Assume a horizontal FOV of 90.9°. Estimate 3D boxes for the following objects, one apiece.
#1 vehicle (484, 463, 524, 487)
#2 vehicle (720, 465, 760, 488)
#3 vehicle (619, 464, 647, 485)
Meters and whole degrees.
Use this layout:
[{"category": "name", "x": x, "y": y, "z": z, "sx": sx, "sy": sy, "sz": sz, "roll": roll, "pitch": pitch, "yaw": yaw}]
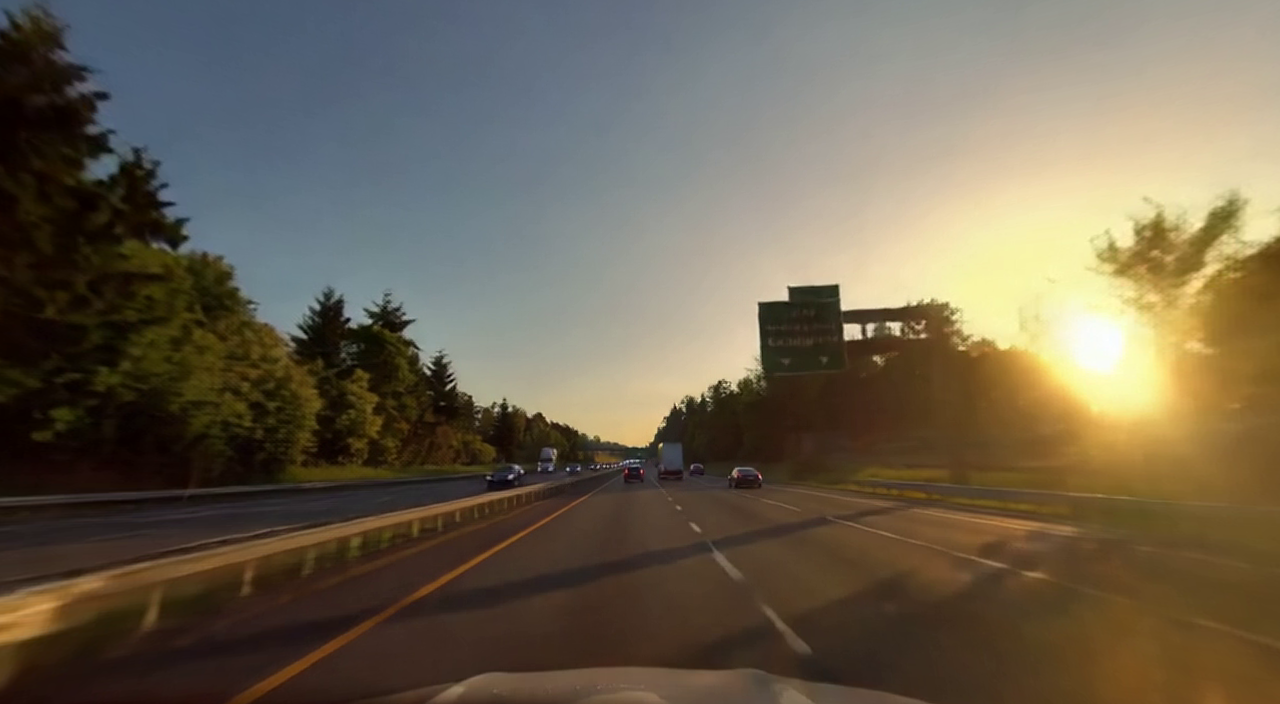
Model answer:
[{"category": "vehicle", "x": -9.529, "y": 8.659, "z": 44.432, "sx": 1.910, "sy": 1.532, "sz": 4.251, "roll": 1, "pitch": -10, "yaw": 0}, {"category": "vehicle", "x": 7.046, "y": 8.800, "z": 44.710, "sx": 1.977, "sy": 1.494, "sz": 4.311, "roll": 1, "pitch": -10, "yaw": -2}, {"category": "vehicle", "x": -0.546, "y": 9.172, "z": 47.134, "sx": 2.025, "sy": 1.452, "sz": 3.927, "roll": 1, "pitch": -10, "yaw": -1}]
